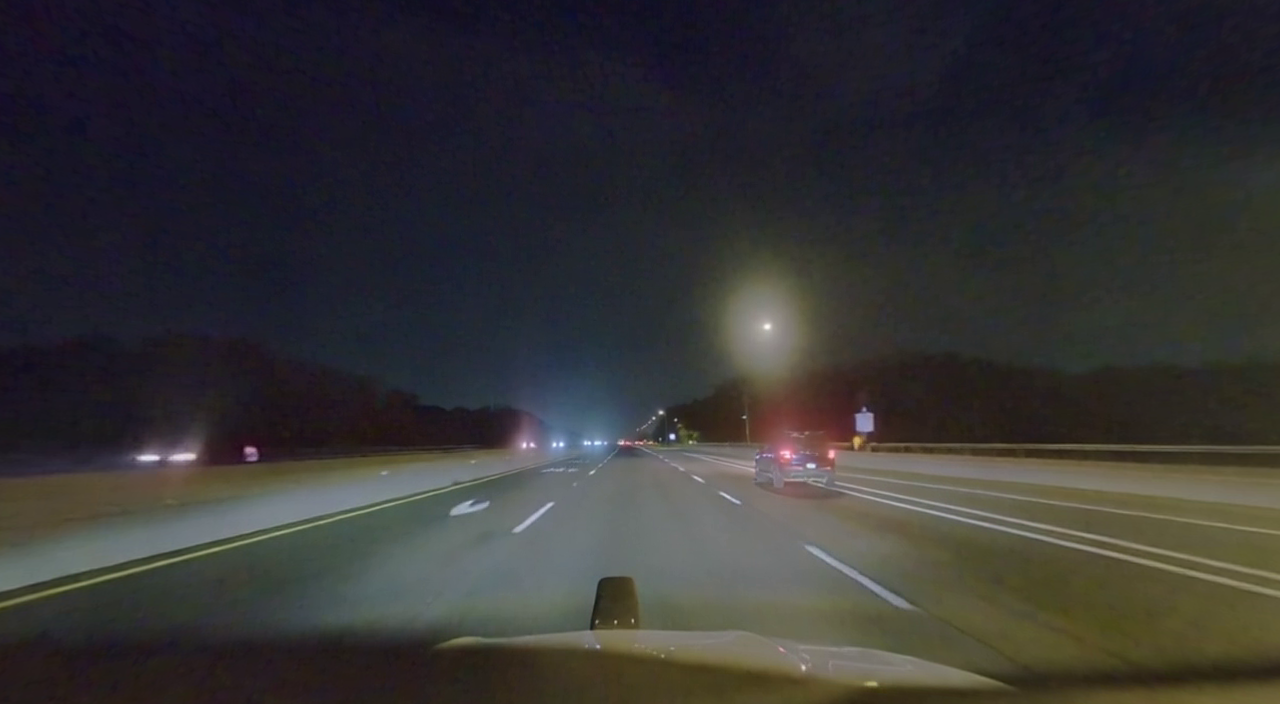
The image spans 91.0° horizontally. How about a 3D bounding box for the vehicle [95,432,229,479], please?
[{"bbox_3d":[-16.143,3.505,21.515,1.709,1.443,3.641,0,-8,0],"label":"vehicle"}]
